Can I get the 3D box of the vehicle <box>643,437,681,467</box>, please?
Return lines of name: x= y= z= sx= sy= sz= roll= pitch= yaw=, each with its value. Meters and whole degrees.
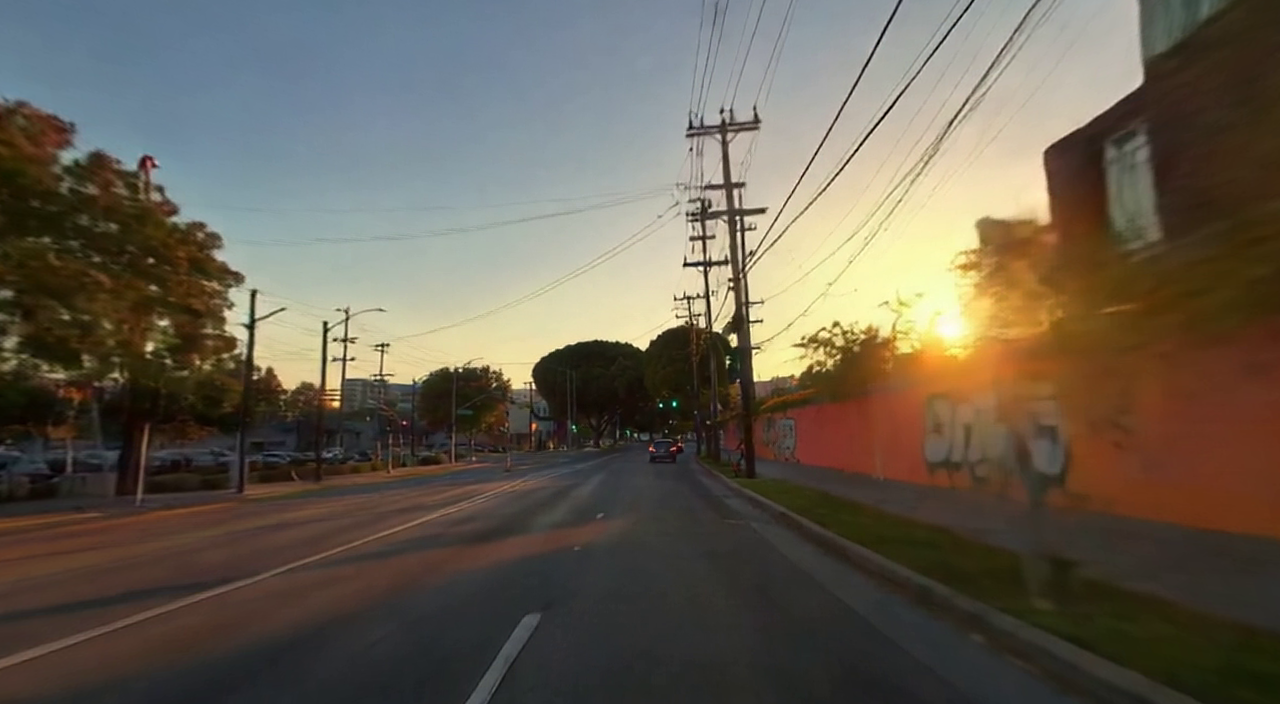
vehicle: x=1.288 y=5.773 z=36.561 sx=2.105 sy=1.611 sz=3.750 roll=-1 pitch=-9 yaw=3
